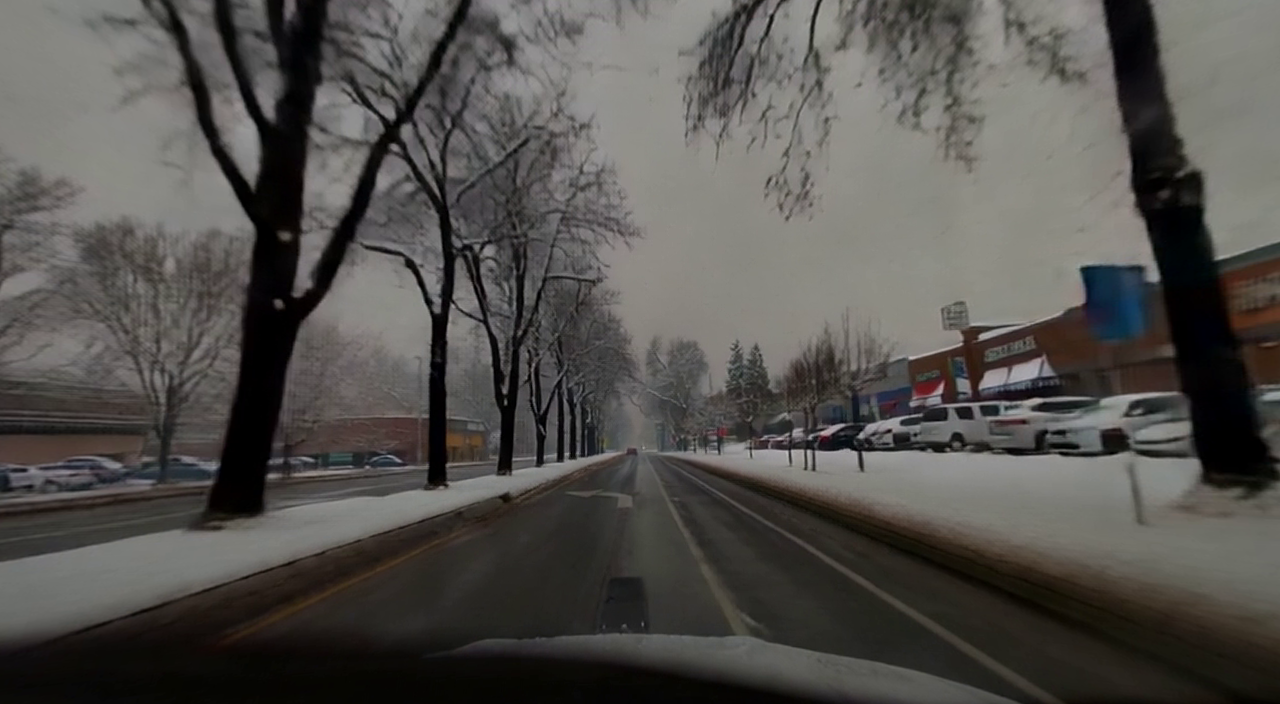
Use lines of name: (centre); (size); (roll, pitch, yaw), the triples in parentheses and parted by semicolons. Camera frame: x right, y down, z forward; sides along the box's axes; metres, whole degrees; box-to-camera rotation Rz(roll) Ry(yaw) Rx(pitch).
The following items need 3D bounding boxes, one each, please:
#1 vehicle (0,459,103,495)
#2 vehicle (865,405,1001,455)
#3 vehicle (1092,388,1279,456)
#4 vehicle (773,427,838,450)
vehicle: (-32.365, 6.707, 33.865); (5.102, 1.762, 2.006); (0, -8, -1)
vehicle: (12.696, 3.395, 27.570); (4.713, 1.767, 2.268); (-4, -7, 1)
vehicle: (13.017, 1.657, 14.667); (3.651, 1.470, 1.616); (-1, -9, 0)
vehicle: (12.825, 6.710, 49.031); (4.469, 1.709, 2.098); (0, -9, -1)
